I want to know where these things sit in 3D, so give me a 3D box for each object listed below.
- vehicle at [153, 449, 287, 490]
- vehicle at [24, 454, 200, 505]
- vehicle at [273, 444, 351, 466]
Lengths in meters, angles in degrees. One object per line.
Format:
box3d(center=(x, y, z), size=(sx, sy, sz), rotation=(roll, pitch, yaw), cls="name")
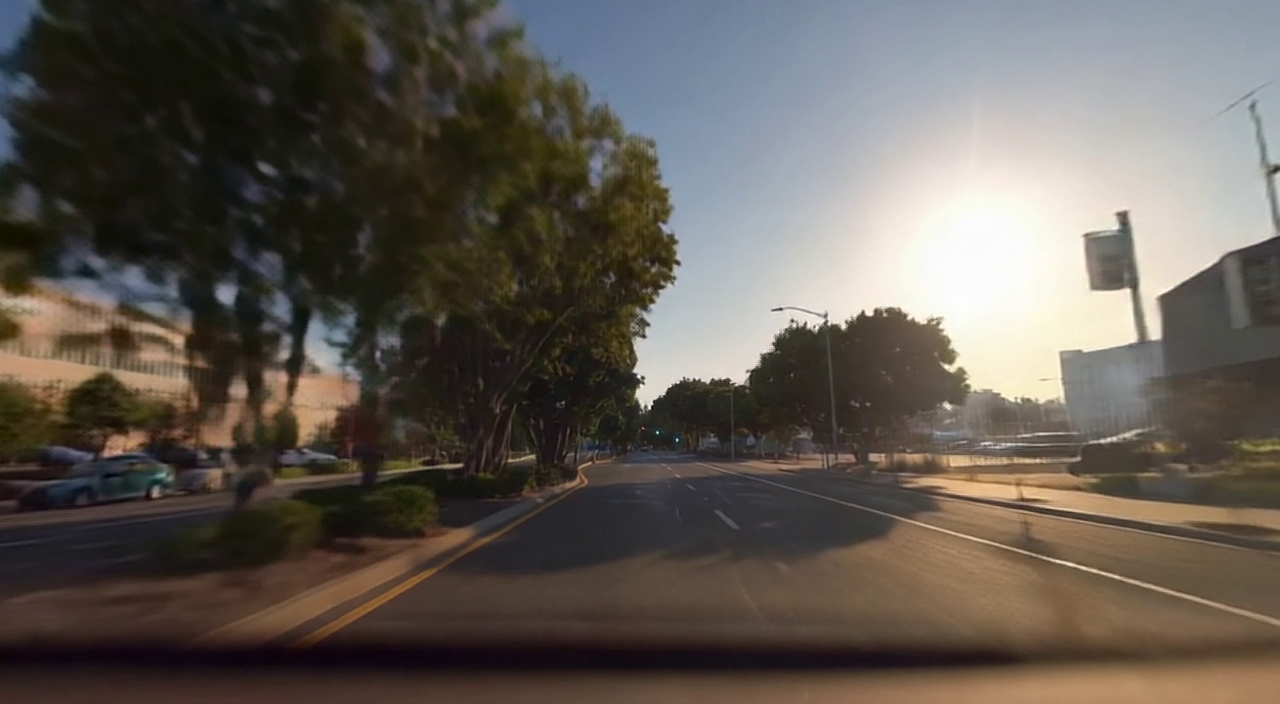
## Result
box3d(center=(-18.775, 5.246, 28.515), size=(2.177, 1.656, 5.516), rotation=(0, -9, 2), cls="vehicle")
box3d(center=(-18.873, 4.526, 22.819), size=(2.034, 1.562, 4.828), rotation=(0, -9, 3), cls="vehicle")
box3d(center=(-25.737, 8.063, 49.362), size=(4.946, 1.656, 2.016), rotation=(1, -9, -4), cls="vehicle")
